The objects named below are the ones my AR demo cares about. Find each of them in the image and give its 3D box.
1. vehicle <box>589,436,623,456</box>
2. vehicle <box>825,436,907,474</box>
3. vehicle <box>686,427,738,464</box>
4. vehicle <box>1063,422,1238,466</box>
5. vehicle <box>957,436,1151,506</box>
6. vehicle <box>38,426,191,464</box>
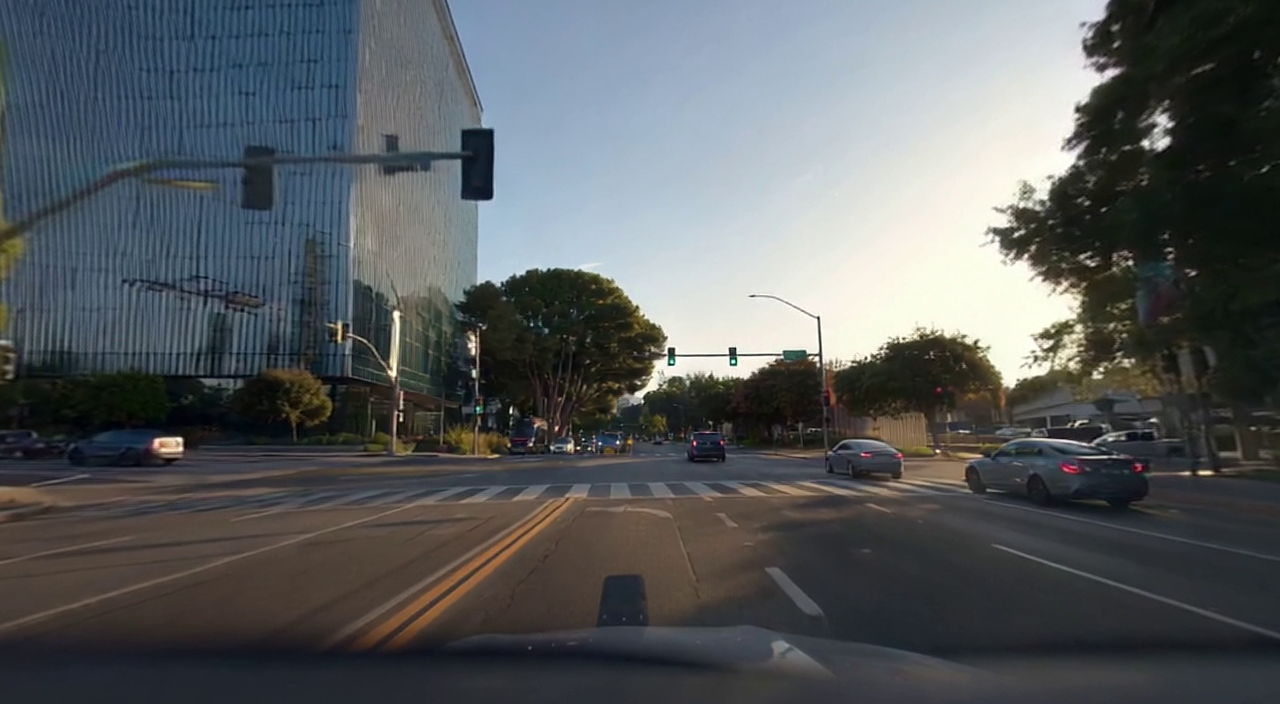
[{"bbox_3d":[-2.506,7.093,47.419,2.147,1.481,4.331,0,-8,3],"label":"vehicle"},{"bbox_3d":[9.612,4.401,27.064,1.860,1.460,4.379,0,-8,-1],"label":"vehicle"},{"bbox_3d":[3.676,4.891,32.771,2.203,1.801,4.331,0,-8,1],"label":"vehicle"},{"bbox_3d":[24.203,4.444,29.974,6.170,1.978,2.399,0,-10,0],"label":"vehicle"},{"bbox_3d":[9.917,2.860,15.564,1.896,1.463,4.296,0,-8,0],"label":"vehicle"},{"bbox_3d":[-22.778,4.056,27.349,4.856,1.528,2.053,-1,-8,1],"label":"vehicle"}]
